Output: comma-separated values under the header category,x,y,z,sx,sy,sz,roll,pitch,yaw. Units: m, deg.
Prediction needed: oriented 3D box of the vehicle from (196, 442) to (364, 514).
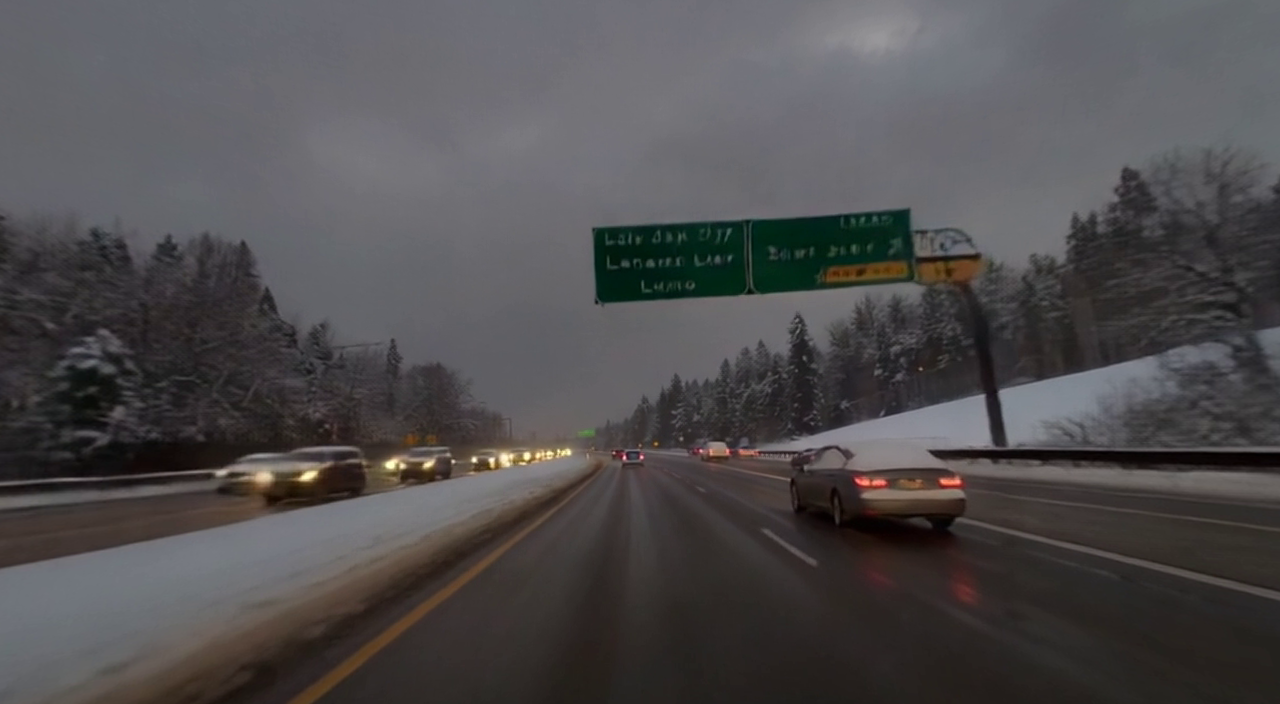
category,x,y,z,sx,sy,sz,roll,pitch,yaw
vehicle,-9.591,3.343,17.371,2.082,1.698,4.357,0,-8,-1

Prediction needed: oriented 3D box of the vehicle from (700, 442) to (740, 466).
category,x,y,z,sx,sy,sz,roll,pitch,yaw
vehicle,5.789,7.373,45.954,2.094,1.652,3.955,1,-9,-5

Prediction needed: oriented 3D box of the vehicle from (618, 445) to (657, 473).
category,x,y,z,sx,sy,sz,roll,pitch,yaw
vehicle,-0.213,6.251,37.069,2.090,1.510,4.280,0,-8,-3

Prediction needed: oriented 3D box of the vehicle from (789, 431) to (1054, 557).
category,x,y,z,sx,sy,sz,roll,pitch,yaw
vehicle,3.925,2.039,9.847,1.972,1.488,4.335,0,-9,-3

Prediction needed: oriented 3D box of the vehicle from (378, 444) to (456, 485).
category,x,y,z,sx,sy,sz,roll,pitch,yaw
vehicle,-10.240,5.152,29.386,2.017,1.735,4.581,0,-8,-1

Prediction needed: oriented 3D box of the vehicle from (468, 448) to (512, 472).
category,x,y,z,sx,sy,sz,roll,pitch,yaw
vehicle,-10.201,7.370,43.338,1.924,1.466,4.808,0,-9,-2
